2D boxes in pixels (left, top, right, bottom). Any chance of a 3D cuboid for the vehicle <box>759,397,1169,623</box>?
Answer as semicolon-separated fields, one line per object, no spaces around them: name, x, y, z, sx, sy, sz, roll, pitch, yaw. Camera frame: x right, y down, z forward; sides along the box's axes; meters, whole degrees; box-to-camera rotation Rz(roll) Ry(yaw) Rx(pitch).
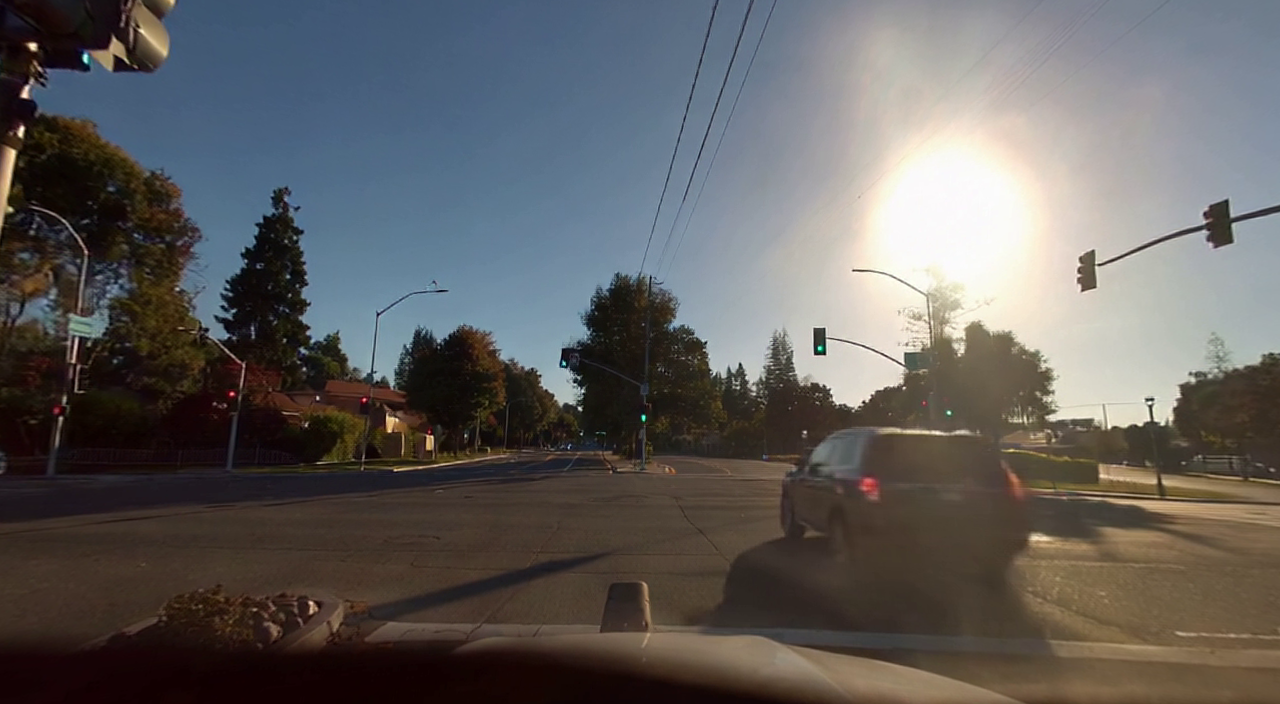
vehicle;2.922;1.554;7.244;2.150;1.706;4.754;0;-8;0
